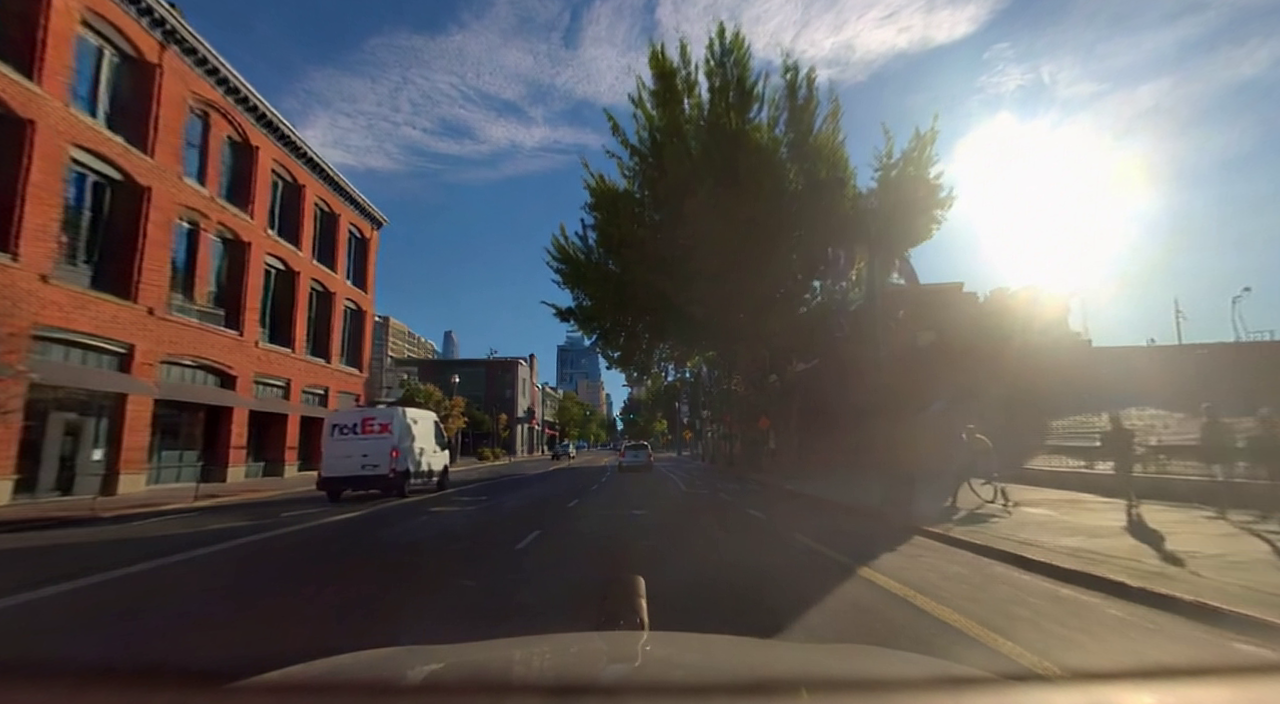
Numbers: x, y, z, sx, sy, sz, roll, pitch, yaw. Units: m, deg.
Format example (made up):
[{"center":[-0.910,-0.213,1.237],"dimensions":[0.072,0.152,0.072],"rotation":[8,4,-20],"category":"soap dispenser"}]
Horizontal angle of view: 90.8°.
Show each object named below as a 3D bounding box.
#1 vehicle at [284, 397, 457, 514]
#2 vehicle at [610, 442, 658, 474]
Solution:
[{"center":[-7.015,2.772,17.377],"dimensions":[2.418,2.620,5.522],"rotation":[-1,-8,-2],"category":"vehicle"},{"center":[-0.411,5.568,33.466],"dimensions":[2.356,1.572,4.810],"rotation":[0,-9,-3],"category":"vehicle"}]
